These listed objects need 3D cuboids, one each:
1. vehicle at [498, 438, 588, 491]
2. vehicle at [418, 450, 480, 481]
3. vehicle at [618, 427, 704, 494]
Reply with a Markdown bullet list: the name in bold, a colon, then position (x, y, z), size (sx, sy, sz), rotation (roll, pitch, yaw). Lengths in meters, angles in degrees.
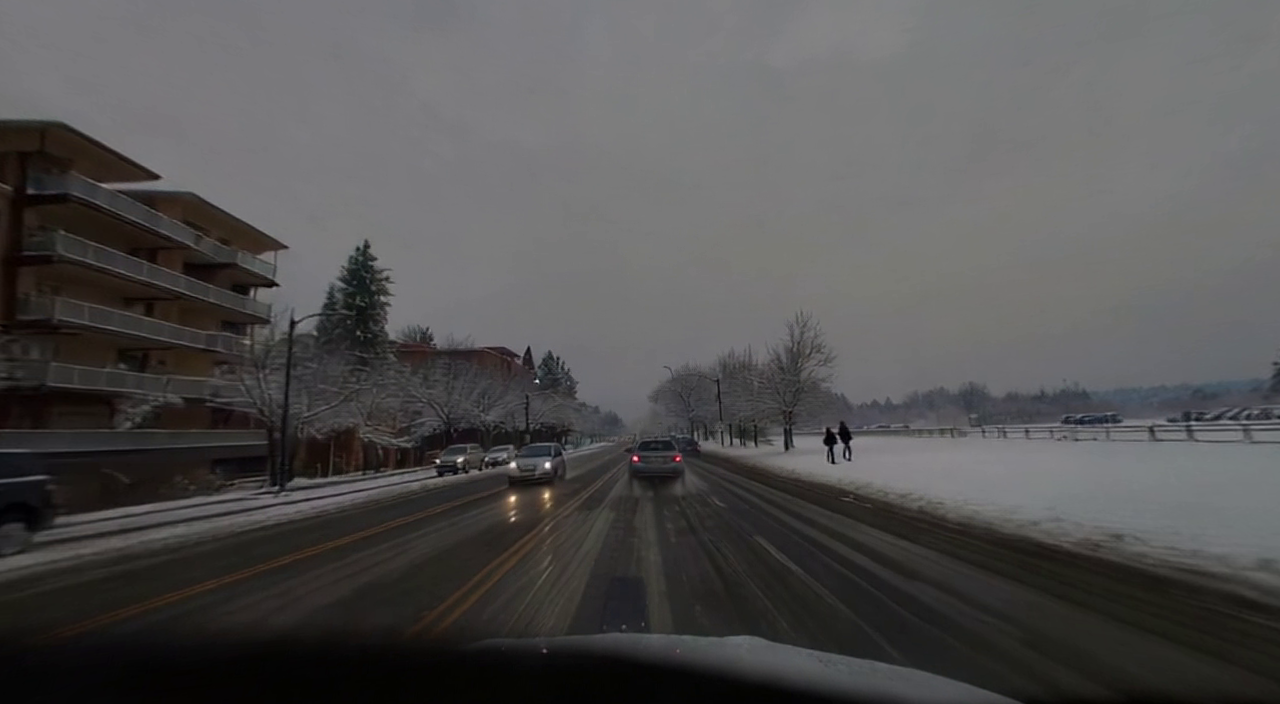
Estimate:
- **vehicle**: position (-2.912, 3.488, 19.906), size (2.104, 1.455, 4.199), rotation (-1, -9, 1)
- **vehicle**: position (-10.285, 6.121, 34.264), size (1.839, 1.474, 4.694), rotation (-1, -9, 1)
- **vehicle**: position (0.515, 2.999, 17.664), size (2.132, 1.632, 3.838), rotation (0, -9, 0)
